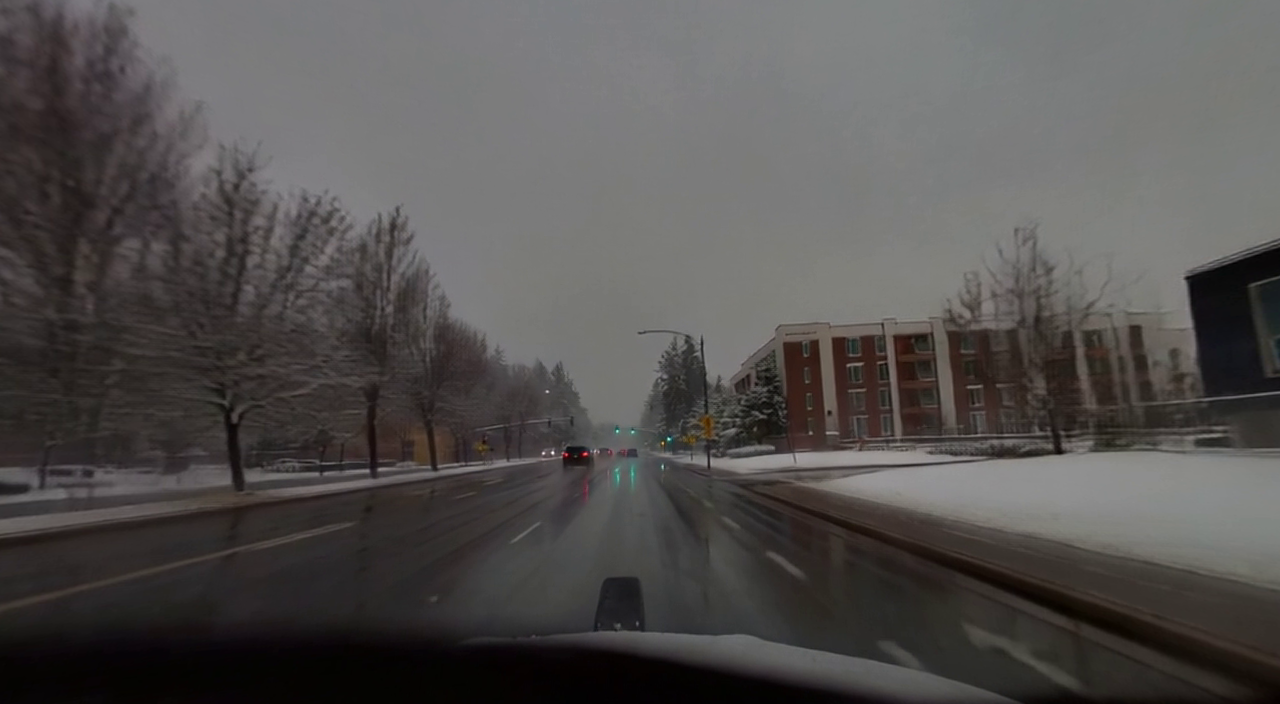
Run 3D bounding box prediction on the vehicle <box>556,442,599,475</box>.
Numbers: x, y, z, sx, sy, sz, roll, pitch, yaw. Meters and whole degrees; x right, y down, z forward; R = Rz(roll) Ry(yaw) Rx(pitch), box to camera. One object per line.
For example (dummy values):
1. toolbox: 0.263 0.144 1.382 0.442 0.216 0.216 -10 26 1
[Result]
1. vehicle: -3.508 6.042 36.023 1.959 1.741 4.141 0 -8 1
